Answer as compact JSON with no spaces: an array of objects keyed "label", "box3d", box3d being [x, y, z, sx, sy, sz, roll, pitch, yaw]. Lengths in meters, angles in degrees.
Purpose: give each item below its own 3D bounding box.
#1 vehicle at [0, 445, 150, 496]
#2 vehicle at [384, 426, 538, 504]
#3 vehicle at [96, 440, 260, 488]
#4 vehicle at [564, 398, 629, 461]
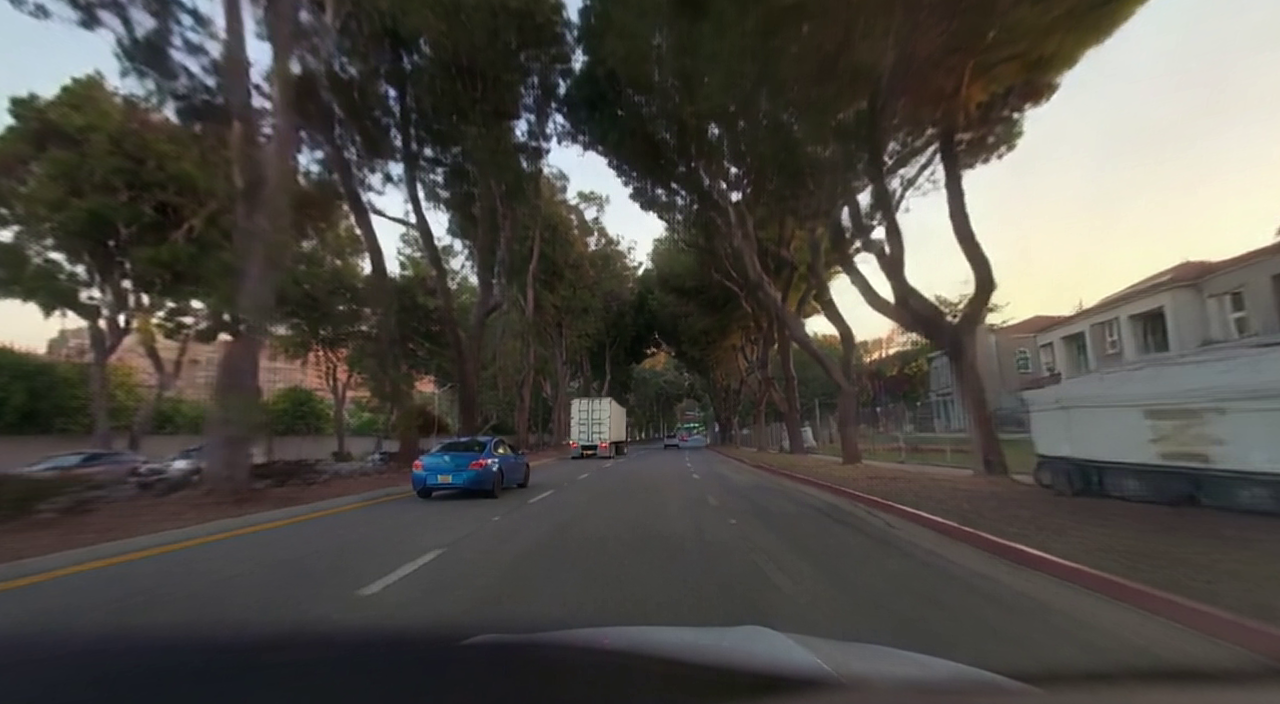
[{"label":"vehicle","box3d":[-18.710,3.763,20.512,1.895,1.464,4.393,0,-8,2]},{"label":"vehicle","box3d":[-3.753,2.465,14.172,2.005,1.462,4.345,-1,-8,3]},{"label":"vehicle","box3d":[-15.538,3.760,21.613,1.934,1.466,4.697,0,-8,2]},{"label":"vehicle","box3d":[-2.307,4.618,36.900,2.746,3.276,8.572,-1,-8,3]}]
